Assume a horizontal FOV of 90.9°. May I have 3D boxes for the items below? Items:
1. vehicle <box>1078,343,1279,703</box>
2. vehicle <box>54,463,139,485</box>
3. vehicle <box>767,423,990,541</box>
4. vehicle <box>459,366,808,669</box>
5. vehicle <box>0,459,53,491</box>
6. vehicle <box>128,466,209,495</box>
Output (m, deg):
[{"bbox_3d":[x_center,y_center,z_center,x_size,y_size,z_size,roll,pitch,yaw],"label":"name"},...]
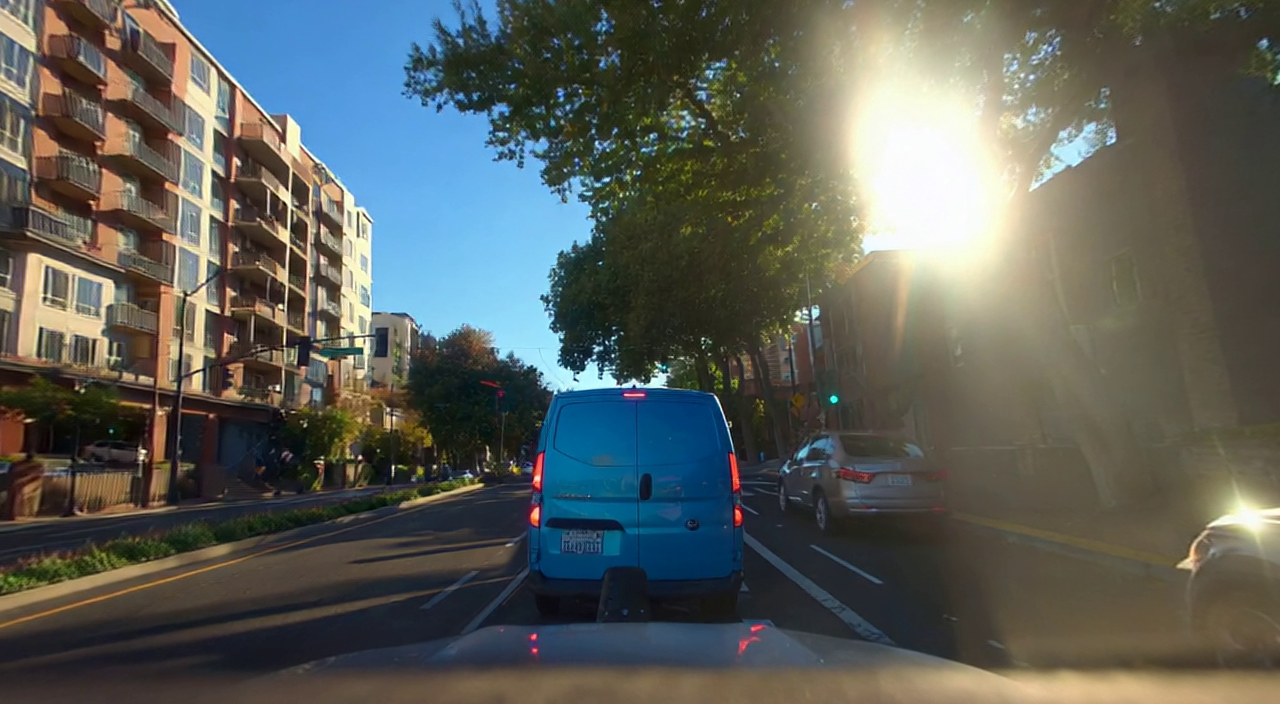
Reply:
[{"bbox_3d":[3.812,0.703,1.789,2.157,1.748,4.130,0,-9,1],"label":"vehicle"},{"bbox_3d":[-38.433,8.636,44.663,4.396,1.458,1.809,-1,-9,2],"label":"vehicle"},{"bbox_3d":[3.908,2.223,11.462,2.061,1.676,4.734,0,-9,-2],"label":"vehicle"},{"bbox_3d":[-0.037,1.322,6.041,2.101,1.828,4.270,0,-9,0],"label":"vehicle"},{"bbox_3d":[-35.529,6.843,35.185,3.843,1.680,1.782,-1,-9,5],"label":"vehicle"},{"bbox_3d":[-33.226,9.068,44.541,4.292,1.492,1.772,-6,-14,-1],"label":"vehicle"}]
